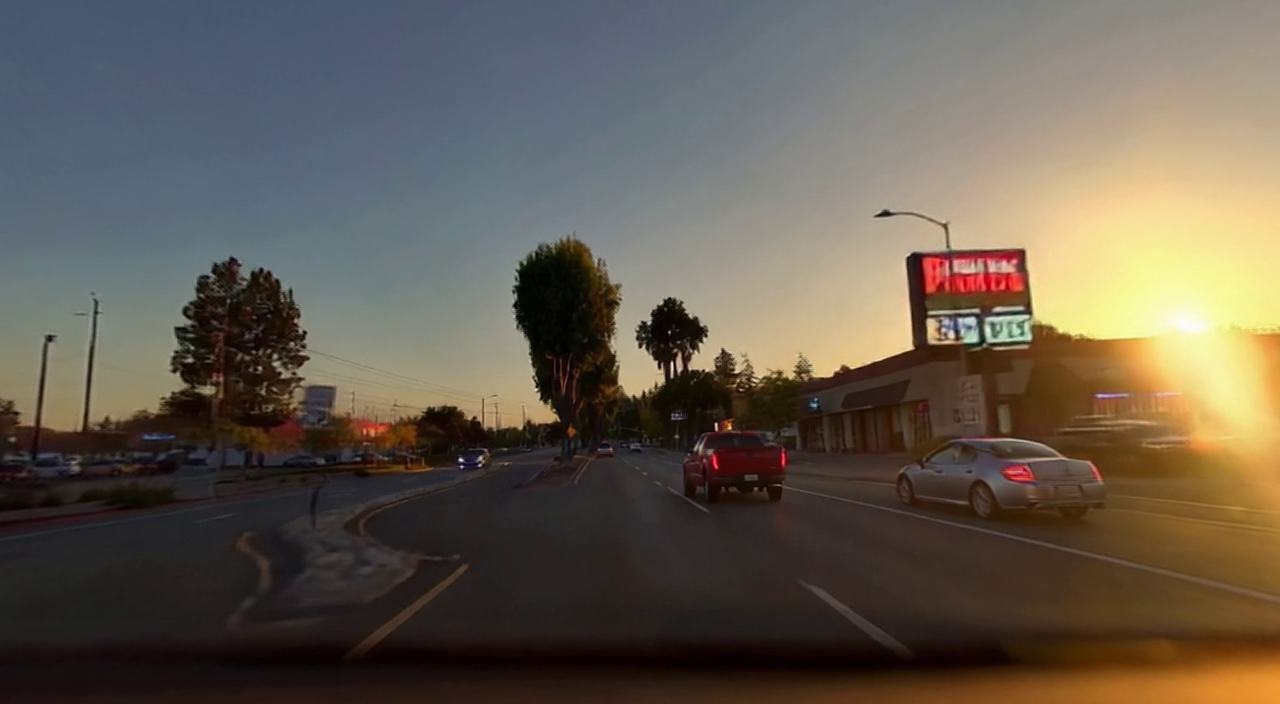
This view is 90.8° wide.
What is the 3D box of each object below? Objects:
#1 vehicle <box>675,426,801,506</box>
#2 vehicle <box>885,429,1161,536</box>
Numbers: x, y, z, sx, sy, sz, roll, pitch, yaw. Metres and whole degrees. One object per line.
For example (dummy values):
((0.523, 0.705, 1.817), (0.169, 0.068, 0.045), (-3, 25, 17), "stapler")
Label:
((2.320, 2.927, 16.618), (2.214, 1.749, 4.998), (0, -9, -4), "vehicle")
((6.269, 2.170, 11.109), (1.986, 1.480, 4.296), (0, -9, -3), "vehicle")
